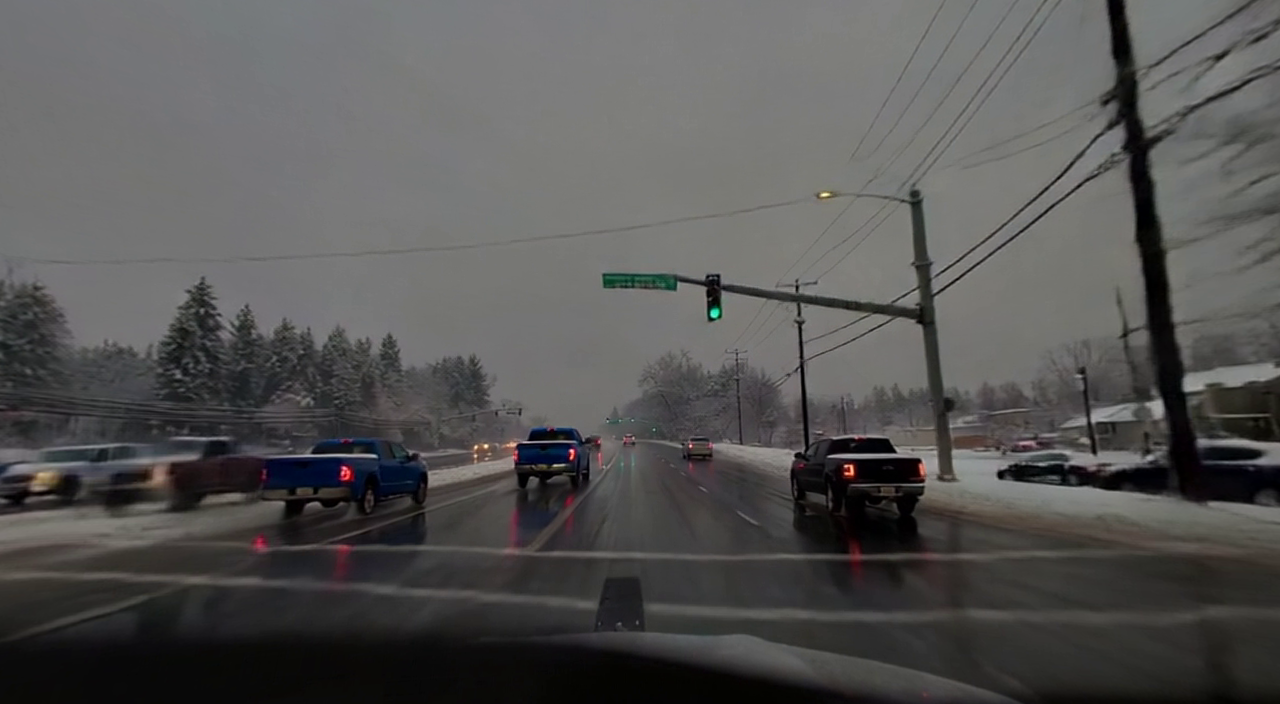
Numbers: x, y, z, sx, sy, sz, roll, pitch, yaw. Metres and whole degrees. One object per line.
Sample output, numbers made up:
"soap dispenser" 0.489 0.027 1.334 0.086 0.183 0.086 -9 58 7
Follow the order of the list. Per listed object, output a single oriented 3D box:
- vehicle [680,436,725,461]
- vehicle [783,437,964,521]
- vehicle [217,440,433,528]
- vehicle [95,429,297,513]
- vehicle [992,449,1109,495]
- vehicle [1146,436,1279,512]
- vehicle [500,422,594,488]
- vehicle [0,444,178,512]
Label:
"vehicle" 3.734 5.827 38.257 2.071 1.435 4.226 0 -9 -3
"vehicle" 4.575 2.535 13.262 1.840 1.428 4.602 0 -9 -3
"vehicle" -6.241 2.647 13.338 2.035 1.497 4.723 0 -9 1
"vehicle" -11.304 3.044 16.593 2.073 1.737 4.467 -4 -9 1
"vehicle" 16.570 4.829 25.830 2.002 1.681 4.507 -1 -9 4
"vehicle" 16.564 3.178 16.787 2.044 1.812 4.935 0 -9 -1
"vehicle" -3.056 3.608 22.365 2.467 1.991 6.089 0 -9 0
"vehicle" -17.748 3.945 20.349 2.114 1.892 4.773 0 -9 -1
